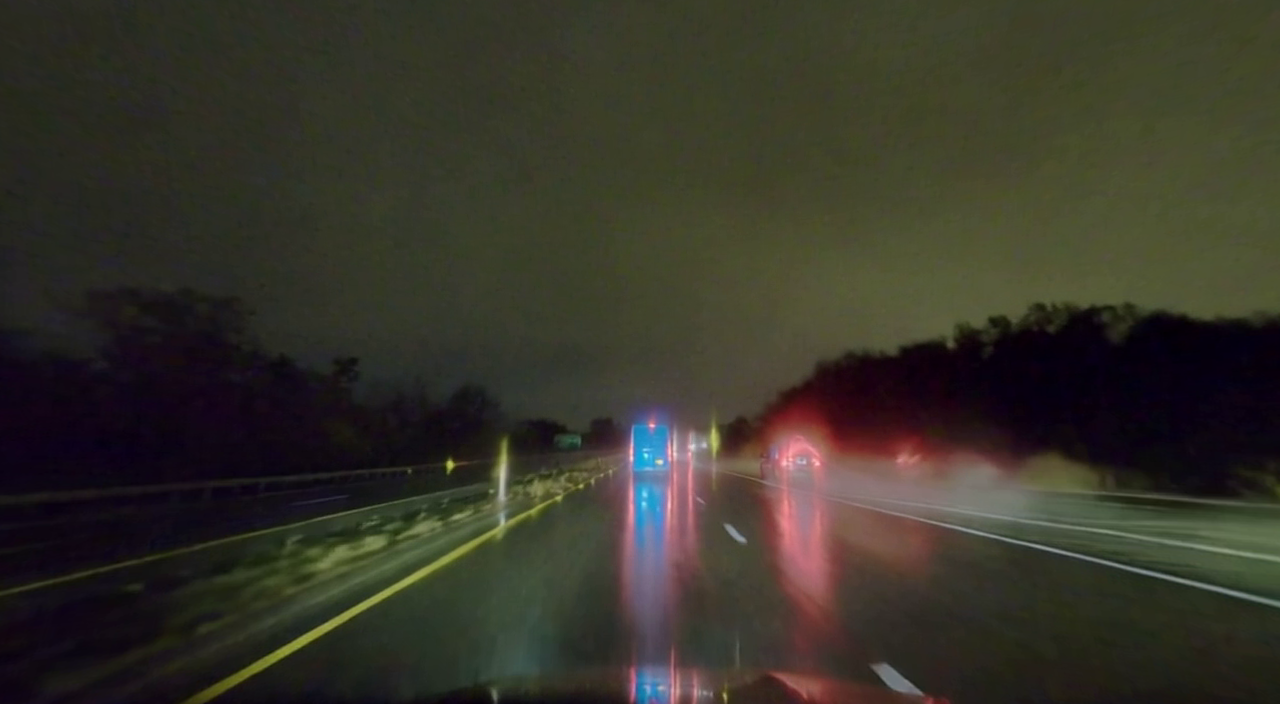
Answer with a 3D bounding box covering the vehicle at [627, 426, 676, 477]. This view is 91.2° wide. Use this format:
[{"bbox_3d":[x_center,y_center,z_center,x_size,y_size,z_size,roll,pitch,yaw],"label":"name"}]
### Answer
[{"bbox_3d":[0.639,5.623,35.524,2.560,2.598,5.581,-1,-9,1],"label":"vehicle"}]
